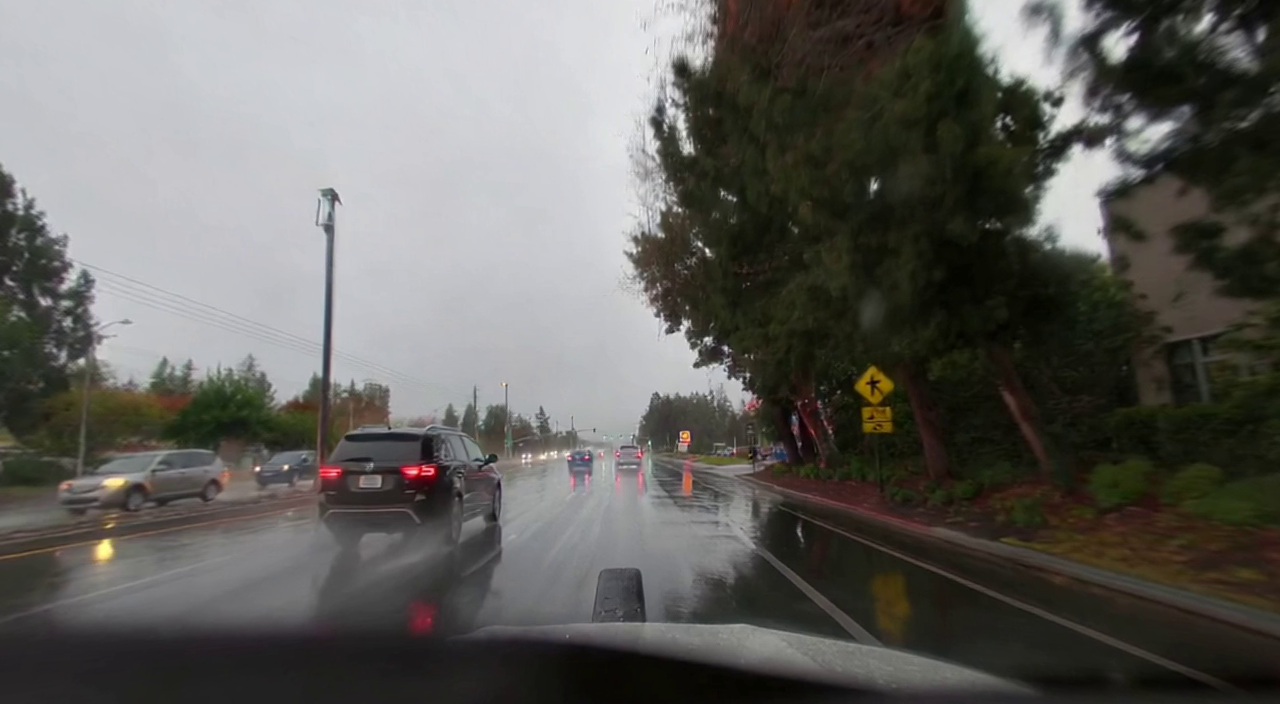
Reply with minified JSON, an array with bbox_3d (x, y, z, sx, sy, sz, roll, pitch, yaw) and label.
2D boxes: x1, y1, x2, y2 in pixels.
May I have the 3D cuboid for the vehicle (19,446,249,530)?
[{"bbox_3d":[-11.652,3.104,15.074,1.929,1.525,4.409,-4,-8,-1],"label":"vehicle"}]

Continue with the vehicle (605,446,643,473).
[{"bbox_3d":[-1.000,6.948,41.192,2.190,1.662,4.167,-1,-8,3],"label":"vehicle"}]

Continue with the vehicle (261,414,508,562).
[{"bbox_3d":[-3.567,1.979,9.947,1.985,1.772,4.479,0,-8,0],"label":"vehicle"}]
